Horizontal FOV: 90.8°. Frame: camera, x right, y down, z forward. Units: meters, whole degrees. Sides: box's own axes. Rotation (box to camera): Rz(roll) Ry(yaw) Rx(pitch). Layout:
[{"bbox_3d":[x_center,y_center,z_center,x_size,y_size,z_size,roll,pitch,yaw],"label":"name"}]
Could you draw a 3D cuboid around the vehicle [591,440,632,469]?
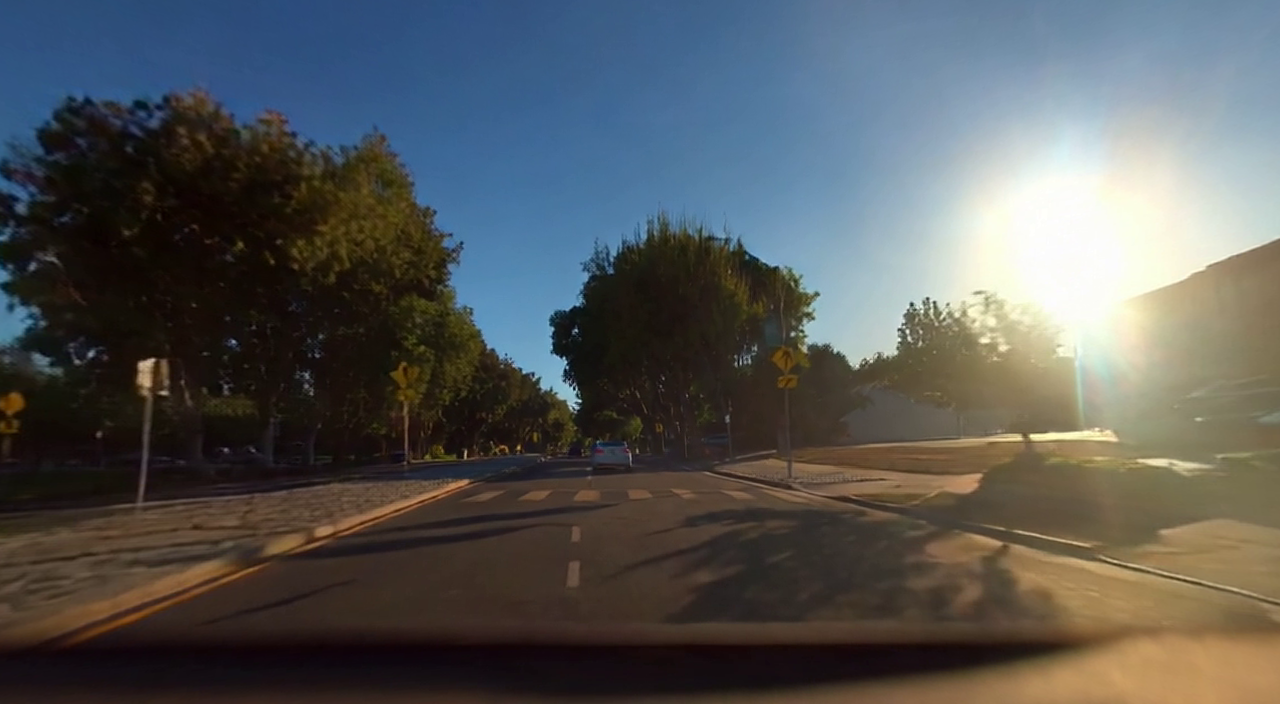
[{"bbox_3d":[-1.661,5.728,35.596,2.142,1.501,4.273,1,-8,-5],"label":"vehicle"}]
